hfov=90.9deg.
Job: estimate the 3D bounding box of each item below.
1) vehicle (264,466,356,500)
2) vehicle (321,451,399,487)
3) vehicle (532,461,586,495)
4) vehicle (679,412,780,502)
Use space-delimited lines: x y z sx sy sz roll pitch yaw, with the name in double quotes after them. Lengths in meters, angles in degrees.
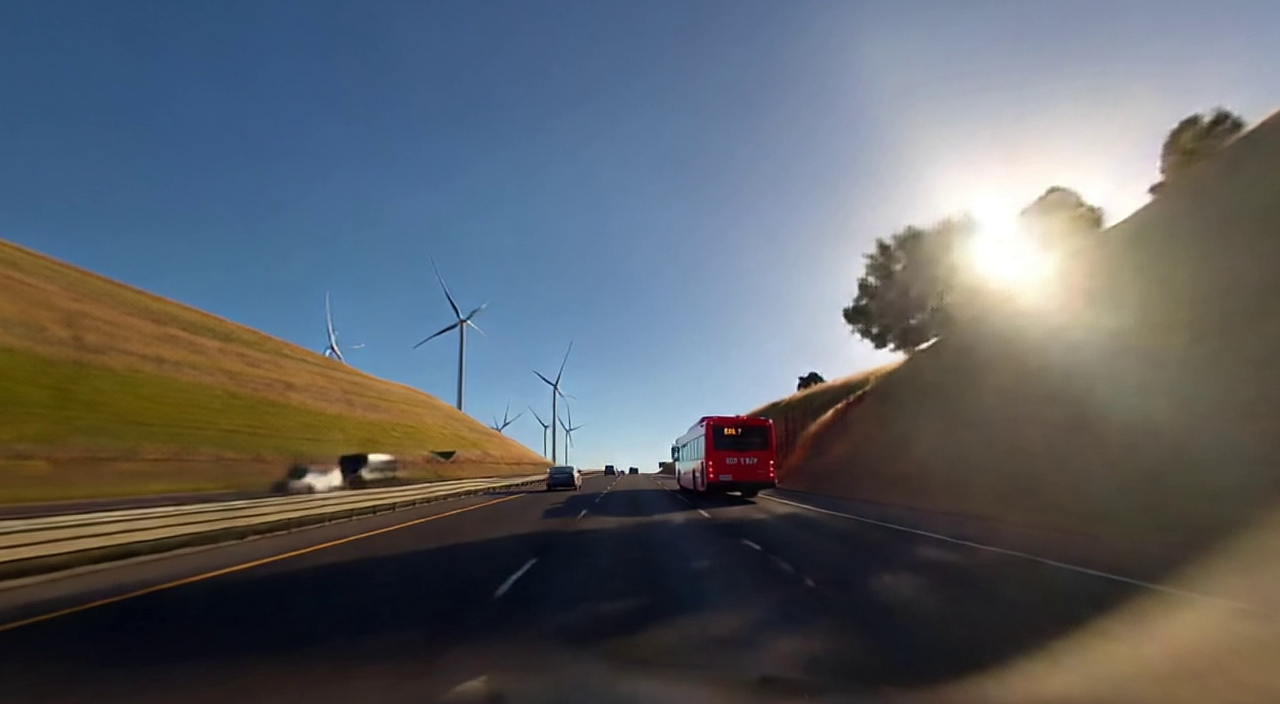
-14.953 5.959 28.836 1.751 1.396 4.350 0 -10 1 "vehicle"
-19.048 8.042 43.326 2.269 2.261 6.618 1 -10 0 "vehicle"
-4.007 6.334 31.896 2.213 1.568 4.274 1 -10 -1 "vehicle"
4.061 5.541 32.712 2.941 3.574 14.463 1 -10 -1 "vehicle"
